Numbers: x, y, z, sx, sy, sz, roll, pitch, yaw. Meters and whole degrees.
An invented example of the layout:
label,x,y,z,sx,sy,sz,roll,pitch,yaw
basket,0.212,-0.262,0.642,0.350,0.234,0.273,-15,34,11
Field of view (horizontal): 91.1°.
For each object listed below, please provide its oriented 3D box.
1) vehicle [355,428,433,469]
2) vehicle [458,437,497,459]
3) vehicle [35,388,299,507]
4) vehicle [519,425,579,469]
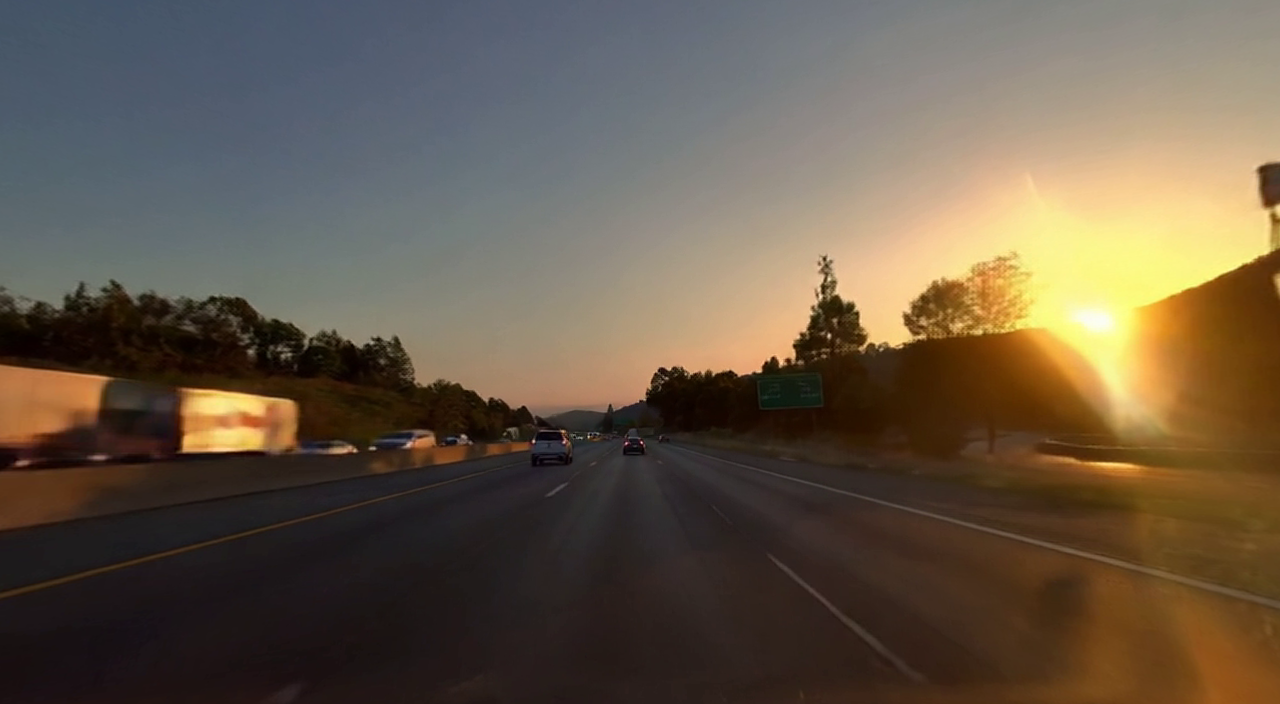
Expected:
label,x,y,z,sx,sy,sz,roll,pitch,yaw
vehicle,-12.558,4.952,32.516,2.176,1.901,4.882,0,-8,-2
vehicle,-12.185,7.223,47.478,1.938,1.567,4.376,0,-8,-2
vehicle,-11.647,2.427,16.310,2.420,2.524,5.654,0,-8,0
vehicle,-4.144,4.396,29.430,2.115,1.887,4.721,0,-8,0
